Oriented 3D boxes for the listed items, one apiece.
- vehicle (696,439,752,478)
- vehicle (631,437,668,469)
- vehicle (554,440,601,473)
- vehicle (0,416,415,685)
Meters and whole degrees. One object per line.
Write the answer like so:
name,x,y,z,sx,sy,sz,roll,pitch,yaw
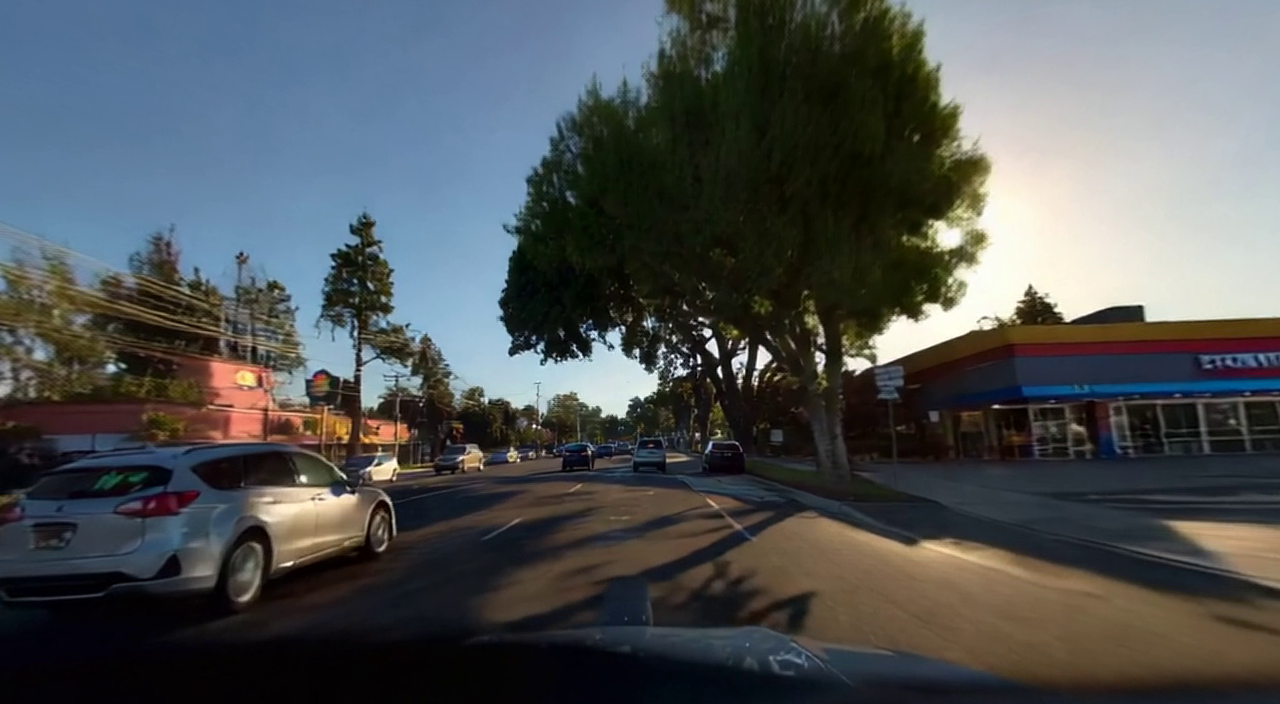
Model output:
vehicle,3.619,4.658,27.753,1.922,1.579,3.642,0,-9,-1
vehicle,0.567,6.316,39.378,2.193,1.873,4.033,0,-9,0
vehicle,-3.349,5.679,34.482,2.026,1.665,4.193,0,-9,2
vehicle,-3.871,1.435,5.767,1.908,1.481,4.351,0,-9,1
